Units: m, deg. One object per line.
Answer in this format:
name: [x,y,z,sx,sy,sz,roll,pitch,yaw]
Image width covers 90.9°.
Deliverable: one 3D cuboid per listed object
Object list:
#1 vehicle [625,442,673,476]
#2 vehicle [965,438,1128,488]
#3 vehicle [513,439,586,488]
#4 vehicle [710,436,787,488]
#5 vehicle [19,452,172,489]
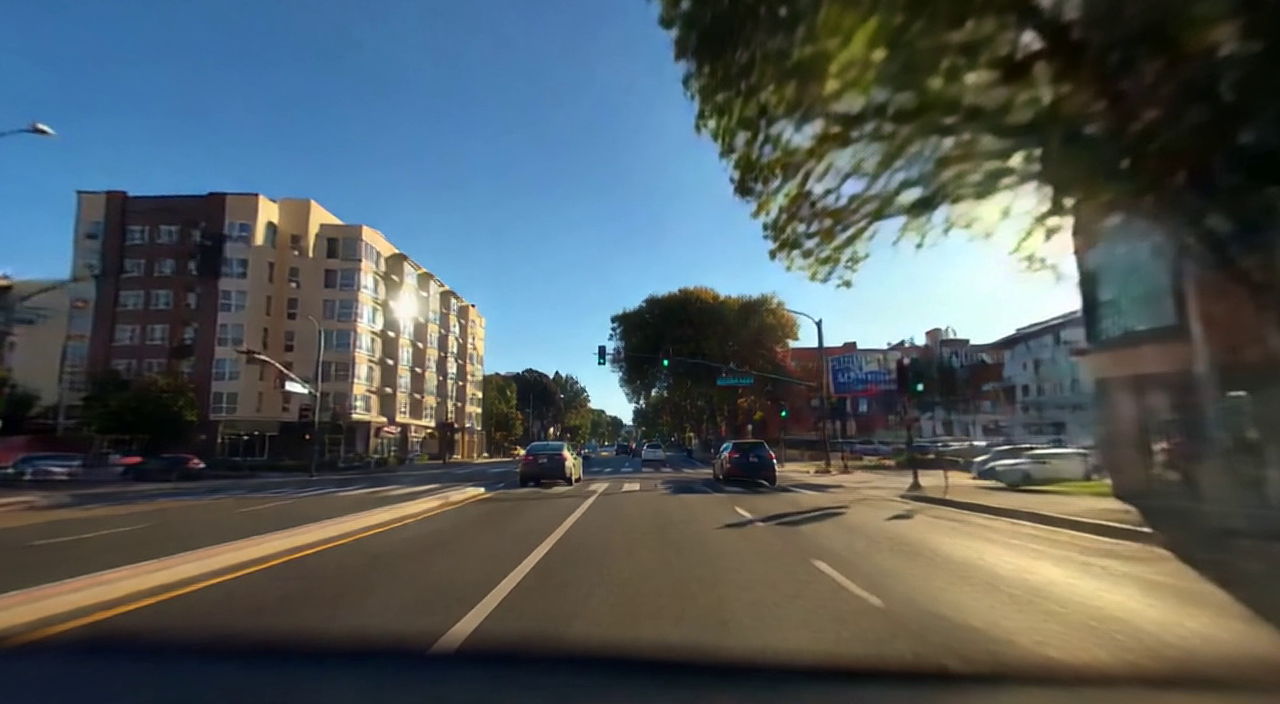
vehicle: [0.390,4.955,29.454,2.103,1.468,4.094,0,-9,0]
vehicle: [15.728,4.315,24.609,4.921,1.841,1.957,0,-9,1]
vehicle: [-3.042,3.844,22.035,1.860,1.510,4.073,0,-9,1]
vehicle: [3.655,3.786,21.945,1.987,1.637,3.896,0,-9,0]
vehicle: [-23.767,5.167,27.651,4.890,1.514,1.908,0,-9,-1]
